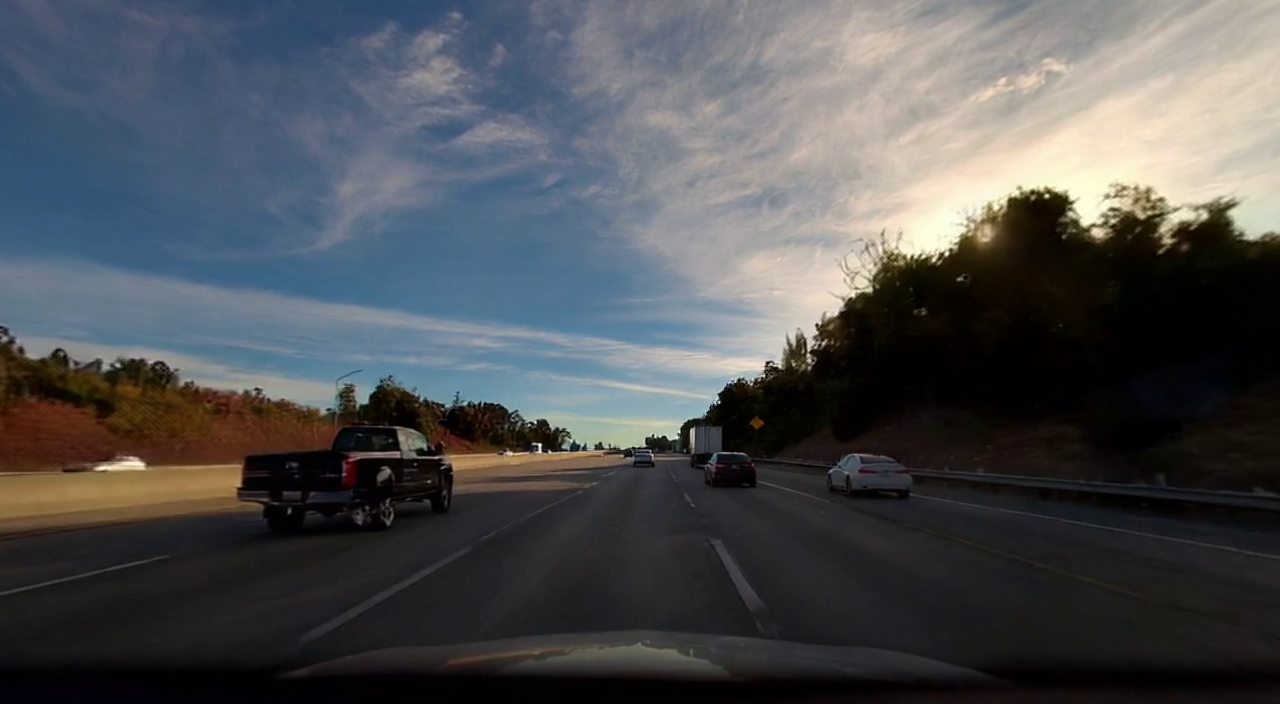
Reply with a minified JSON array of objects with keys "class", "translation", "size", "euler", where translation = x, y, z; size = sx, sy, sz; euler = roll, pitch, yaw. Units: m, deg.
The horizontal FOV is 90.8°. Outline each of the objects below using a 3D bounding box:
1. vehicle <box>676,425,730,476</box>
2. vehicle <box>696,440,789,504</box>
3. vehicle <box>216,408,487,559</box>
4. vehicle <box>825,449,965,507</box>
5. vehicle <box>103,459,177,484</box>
[{"class":"vehicle","translation":[4.373,7.145,46.039],"size":[2.954,3.223,10.034],"euler":[0,-9,1]},{"class":"vehicle","translation":[3.023,3.639,19.634],"size":[2.103,1.717,4.399],"euler":[0,-9,-1]},{"class":"vehicle","translation":[-4.308,2.060,10.692],"size":[2.036,1.892,5.214],"euler":[0,-9,1]},{"class":"vehicle","translation":[7.271,3.611,18.666],"size":[2.146,1.482,4.665],"euler":[0,-9,-1]},{"class":"vehicle","translation":[-29.978,7.152,38.001],"size":[1.570,1.353,3.376],"euler":[0,-9,2]}]
